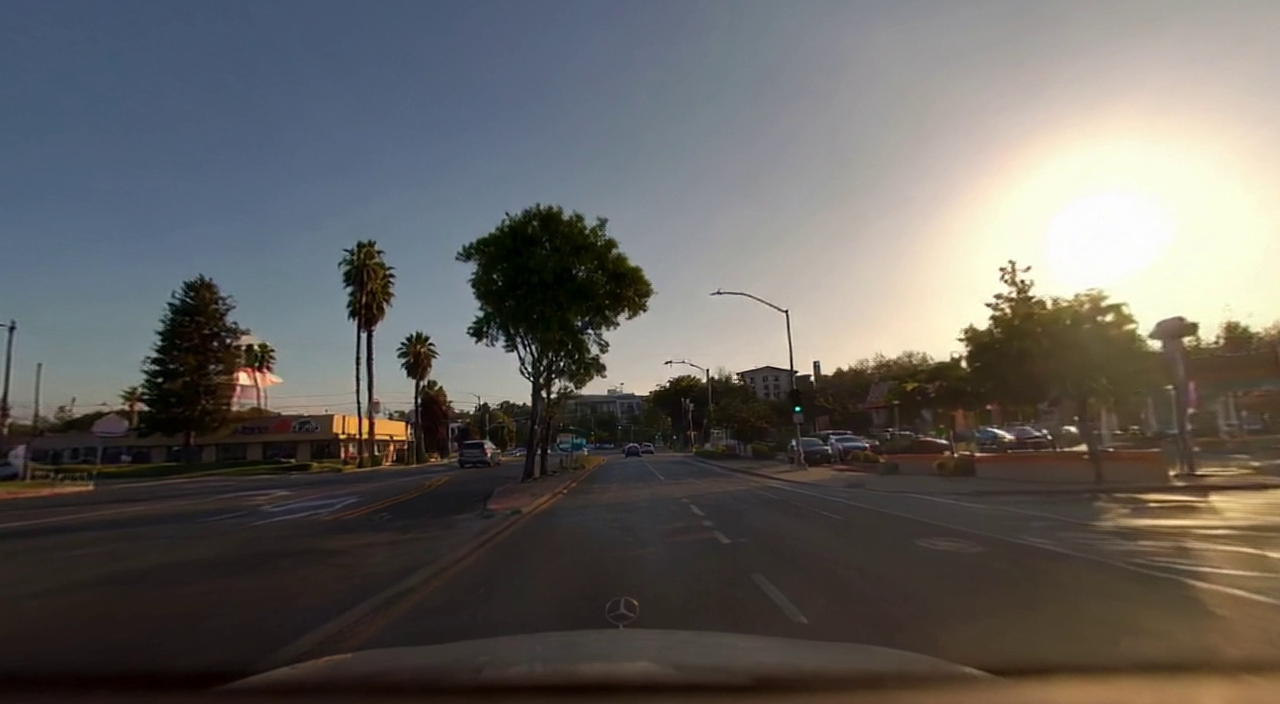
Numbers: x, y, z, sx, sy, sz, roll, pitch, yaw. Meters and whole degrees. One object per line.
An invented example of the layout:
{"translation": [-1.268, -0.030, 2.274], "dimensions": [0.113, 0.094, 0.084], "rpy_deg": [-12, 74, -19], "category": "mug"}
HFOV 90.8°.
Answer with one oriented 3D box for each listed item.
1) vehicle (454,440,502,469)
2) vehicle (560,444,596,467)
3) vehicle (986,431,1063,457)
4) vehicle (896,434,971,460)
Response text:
{"translation": [-10.447, 6.606, 40.985], "dimensions": [2.022, 1.746, 4.406], "rpy_deg": [0, -9, -1], "category": "vehicle"}
{"translation": [-4.181, 7.032, 43.202], "dimensions": [2.181, 1.483, 4.123], "rpy_deg": [0, -9, -1], "category": "vehicle"}
{"translation": [26.563, 6.400, 43.866], "dimensions": [4.294, 1.705, 2.233], "rpy_deg": [-5, -10, 27], "category": "vehicle"}
{"translation": [20.258, 6.590, 43.687], "dimensions": [4.548, 1.741, 1.971], "rpy_deg": [-4, -10, 26], "category": "vehicle"}
